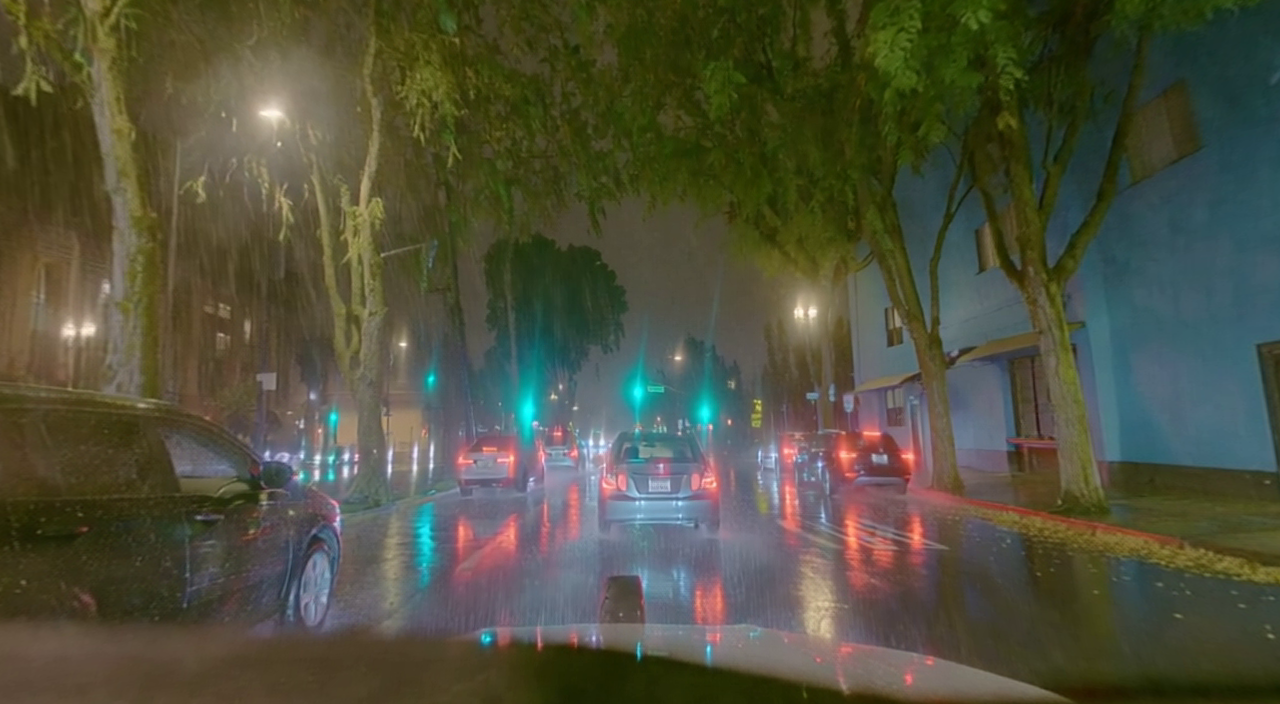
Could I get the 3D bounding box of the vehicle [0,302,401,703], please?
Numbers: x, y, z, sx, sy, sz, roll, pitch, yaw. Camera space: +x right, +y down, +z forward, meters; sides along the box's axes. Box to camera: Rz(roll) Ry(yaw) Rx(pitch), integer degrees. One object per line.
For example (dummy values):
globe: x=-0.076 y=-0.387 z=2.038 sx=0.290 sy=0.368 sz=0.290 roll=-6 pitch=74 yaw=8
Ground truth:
vehicle: x=-3.269 y=0.931 z=3.392 sx=2.152 sy=1.802 sz=4.628 roll=0 pitch=-9 yaw=0

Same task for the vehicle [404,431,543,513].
vehicle: x=-3.508 y=2.622 z=14.269 sx=1.901 sy=1.522 sz=4.556 roll=0 pitch=-9 yaw=0

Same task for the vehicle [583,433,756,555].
vehicle: x=0.272 y=2.005 z=9.623 sx=2.095 sy=1.438 sz=3.843 roll=0 pitch=-9 yaw=-3

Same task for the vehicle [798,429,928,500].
vehicle: x=6.345 y=3.252 z=18.687 sx=2.025 sy=1.808 sz=4.579 roll=0 pitch=-9 yaw=-2
